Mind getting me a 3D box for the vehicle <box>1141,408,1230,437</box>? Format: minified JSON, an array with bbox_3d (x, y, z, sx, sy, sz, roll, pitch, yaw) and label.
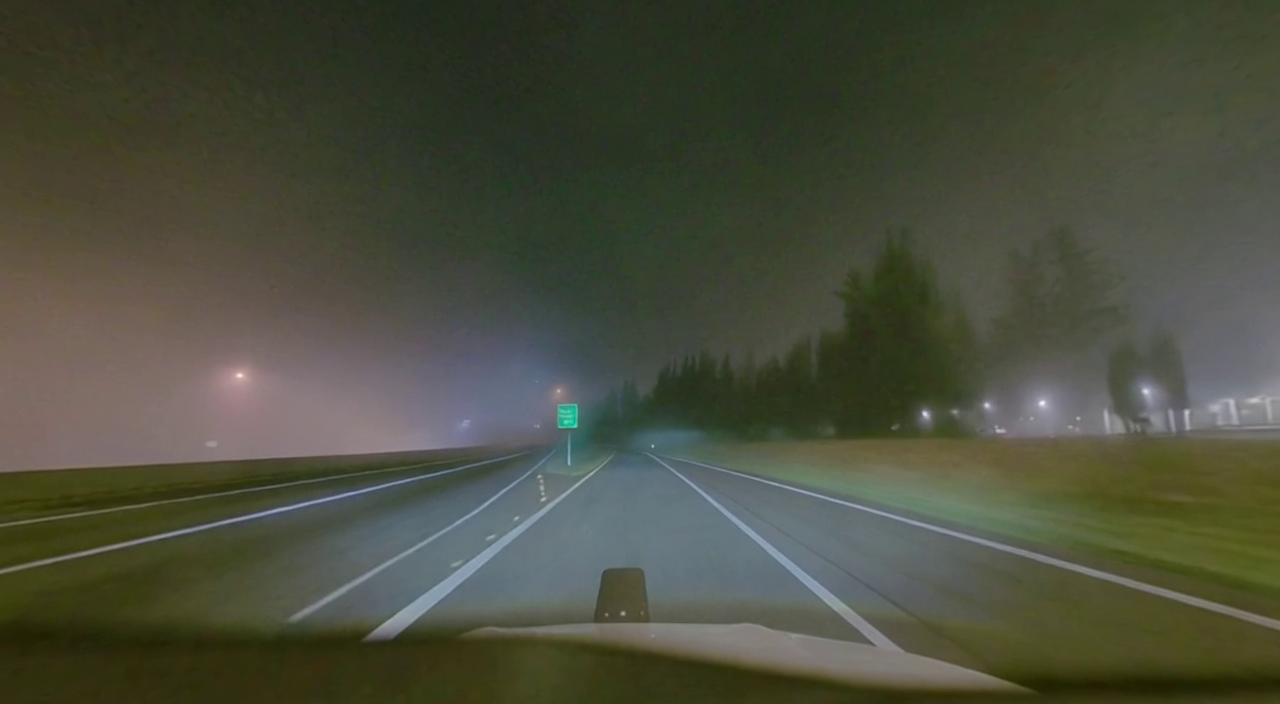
[{"bbox_3d":[31.984,4.212,37.134,1.853,1.521,4.259,-1,-9,8],"label":"vehicle"}]
